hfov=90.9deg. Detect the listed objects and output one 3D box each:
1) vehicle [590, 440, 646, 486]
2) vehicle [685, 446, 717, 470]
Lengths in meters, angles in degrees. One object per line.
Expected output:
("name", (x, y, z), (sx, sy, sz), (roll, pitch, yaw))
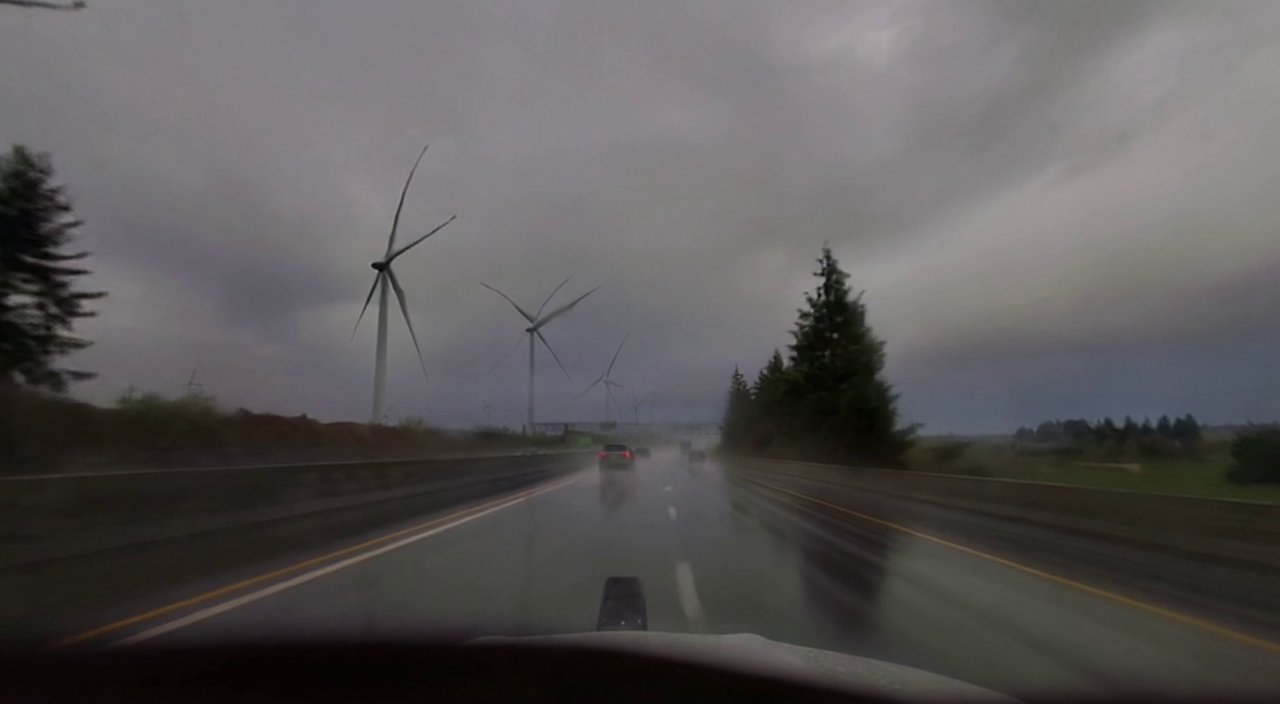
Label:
("vehicle", (-0.828, 4.579, 26.161), (2.038, 1.723, 4.150), (-1, -9, 2))
("vehicle", (4.524, 7.929, 47.205), (2.040, 1.721, 4.507), (-1, -9, 1))
